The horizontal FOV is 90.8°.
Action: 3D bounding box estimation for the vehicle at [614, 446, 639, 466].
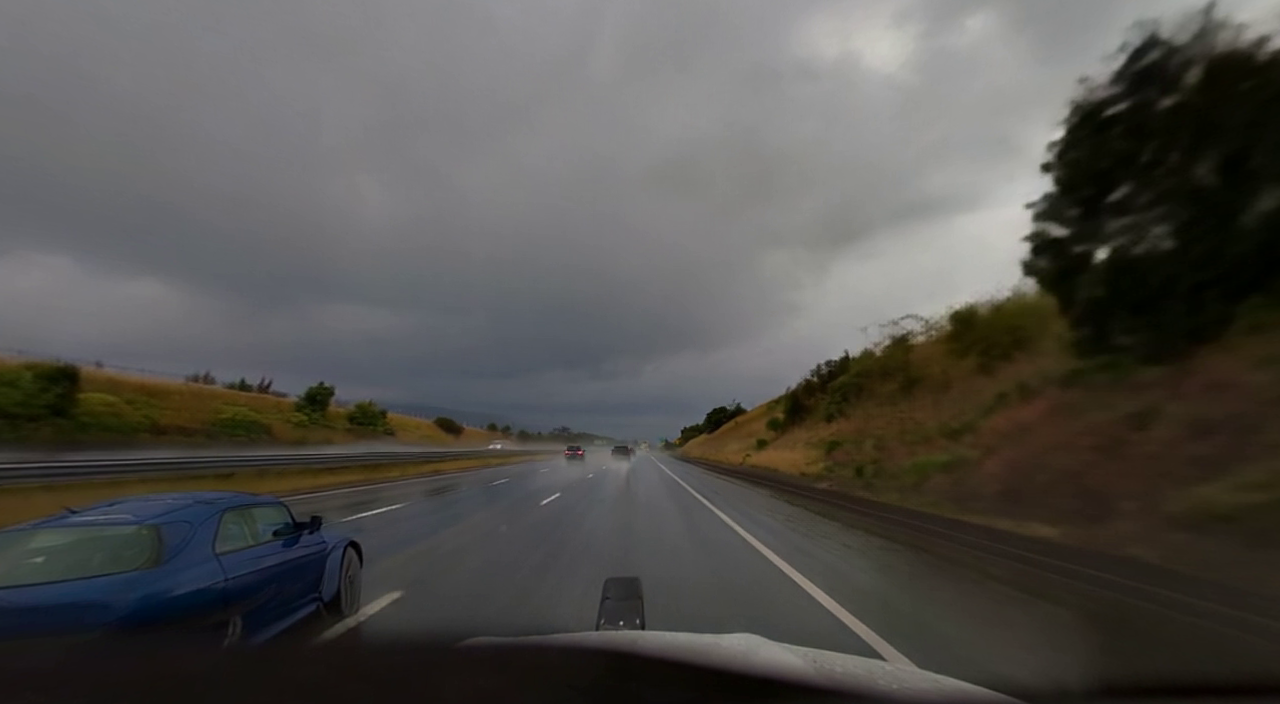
[{"bbox_3d":[-1.046,8.134,49.348,1.891,1.456,3.806,0,-9,0],"label":"vehicle"}]
